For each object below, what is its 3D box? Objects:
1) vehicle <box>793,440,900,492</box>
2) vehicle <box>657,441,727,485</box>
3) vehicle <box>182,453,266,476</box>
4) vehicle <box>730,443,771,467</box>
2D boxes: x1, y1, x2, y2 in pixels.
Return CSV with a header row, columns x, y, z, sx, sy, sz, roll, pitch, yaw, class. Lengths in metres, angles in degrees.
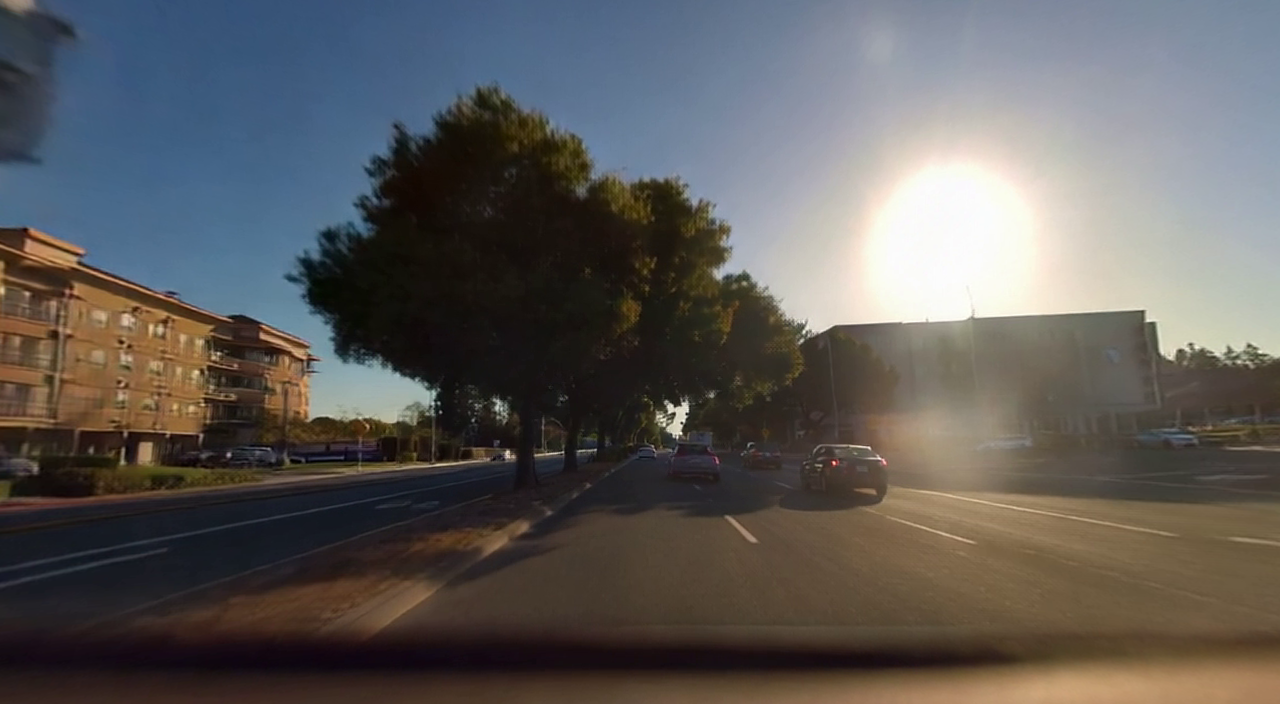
x,y,z,sx,sy,sz,roll,pitch,yaw,class
6.487,3.601,20.309,1.918,1.484,4.456,0,-8,0,vehicle
1.809,4.057,23.317,1.971,1.479,4.493,0,-8,-3,vehicle
-29.083,7.865,43.986,4.510,1.504,2.005,-1,-8,3,vehicle
7.245,6.809,41.556,1.930,1.479,4.477,0,-8,1,vehicle
